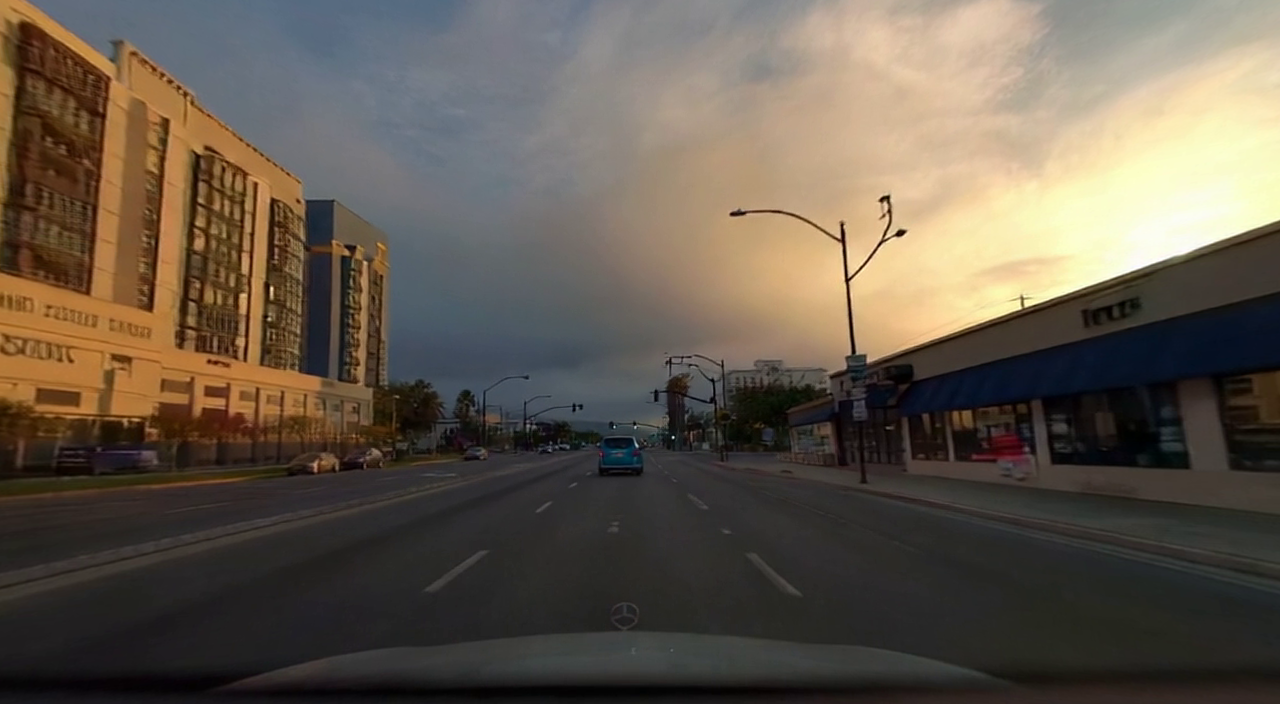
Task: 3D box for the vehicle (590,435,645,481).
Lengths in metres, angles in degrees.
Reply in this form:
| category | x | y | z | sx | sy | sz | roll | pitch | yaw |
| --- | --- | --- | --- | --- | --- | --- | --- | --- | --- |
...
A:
| category | x | y | z | sx | sy | sz | roll | pitch | yaw |
| --- | --- | --- | --- | --- | --- | --- | --- | --- | --- |
| vehicle | -0.879 | 4.319 | 25.866 | 2.080 | 1.722 | 3.766 | 0 | -8 | -1 |

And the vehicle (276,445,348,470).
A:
| category | x | y | z | sx | sy | sz | roll | pitch | yaw |
| --- | --- | --- | --- | --- | --- | --- | --- | --- | --- |
| vehicle | -25.432 | 8.184 | 48.872 | 4.513 | 1.705 | 1.891 | -3 | -8 | 1 |
